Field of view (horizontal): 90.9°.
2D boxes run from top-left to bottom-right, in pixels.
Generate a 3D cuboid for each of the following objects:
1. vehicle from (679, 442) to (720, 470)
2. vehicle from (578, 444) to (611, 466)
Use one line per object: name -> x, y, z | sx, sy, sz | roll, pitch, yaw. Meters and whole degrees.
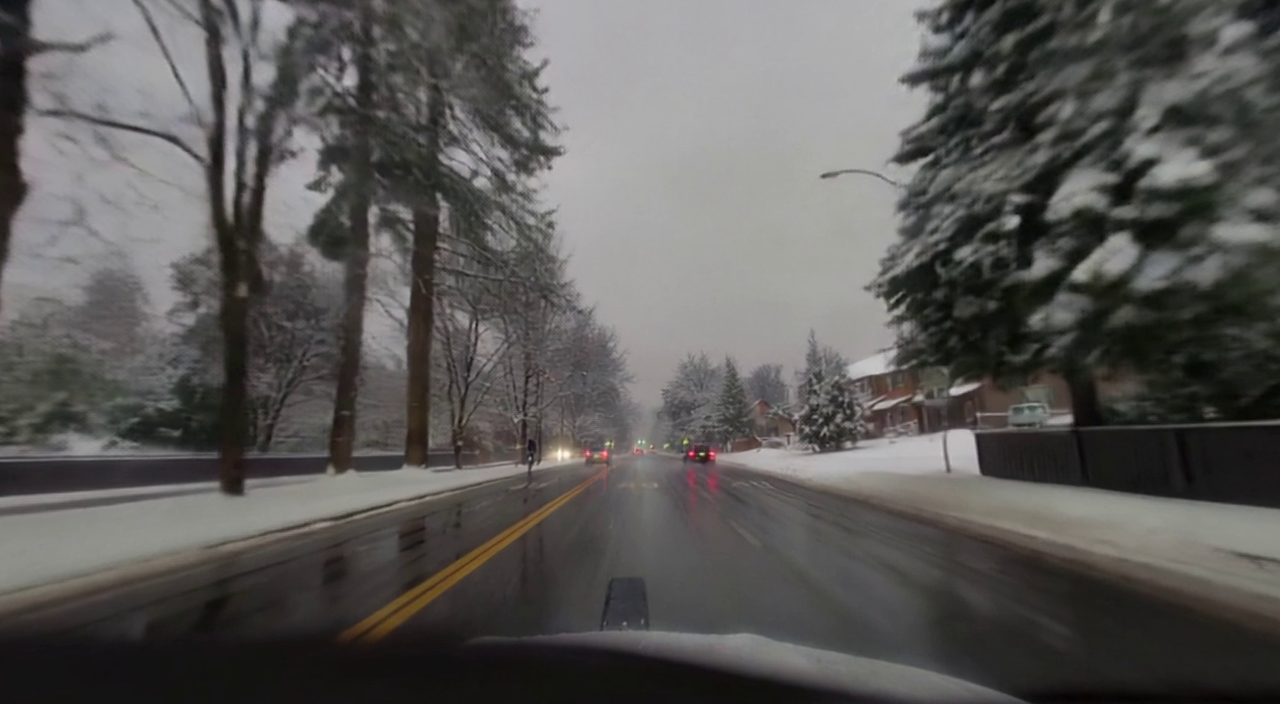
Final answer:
vehicle -> 3.465, 6.127, 37.291 | 1.992, 1.511, 4.464 | 0, -9, 0
vehicle -> -3.335, 7.631, 46.785 | 2.011, 1.480, 4.517 | 0, -9, 1
